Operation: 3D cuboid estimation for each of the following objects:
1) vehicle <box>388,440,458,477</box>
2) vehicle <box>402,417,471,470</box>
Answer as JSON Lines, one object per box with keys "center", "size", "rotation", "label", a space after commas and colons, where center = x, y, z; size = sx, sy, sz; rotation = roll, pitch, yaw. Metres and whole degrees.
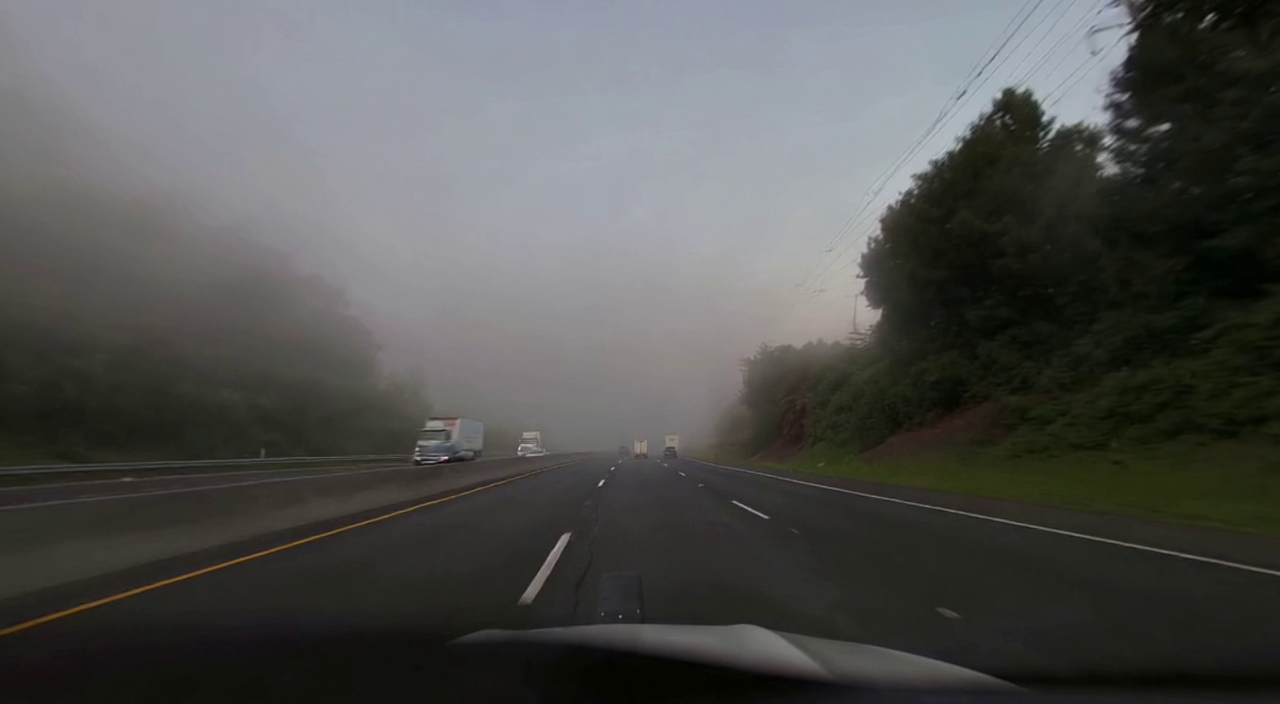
{"center": [-11.576, 5.697, 33.793], "size": [2.052, 1.796, 4.970], "rotation": [0, -9, -1], "label": "vehicle"}
{"center": [-15.306, 6.962, 47.632], "size": [3.119, 3.694, 5.532], "rotation": [0, -9, 2], "label": "vehicle"}
